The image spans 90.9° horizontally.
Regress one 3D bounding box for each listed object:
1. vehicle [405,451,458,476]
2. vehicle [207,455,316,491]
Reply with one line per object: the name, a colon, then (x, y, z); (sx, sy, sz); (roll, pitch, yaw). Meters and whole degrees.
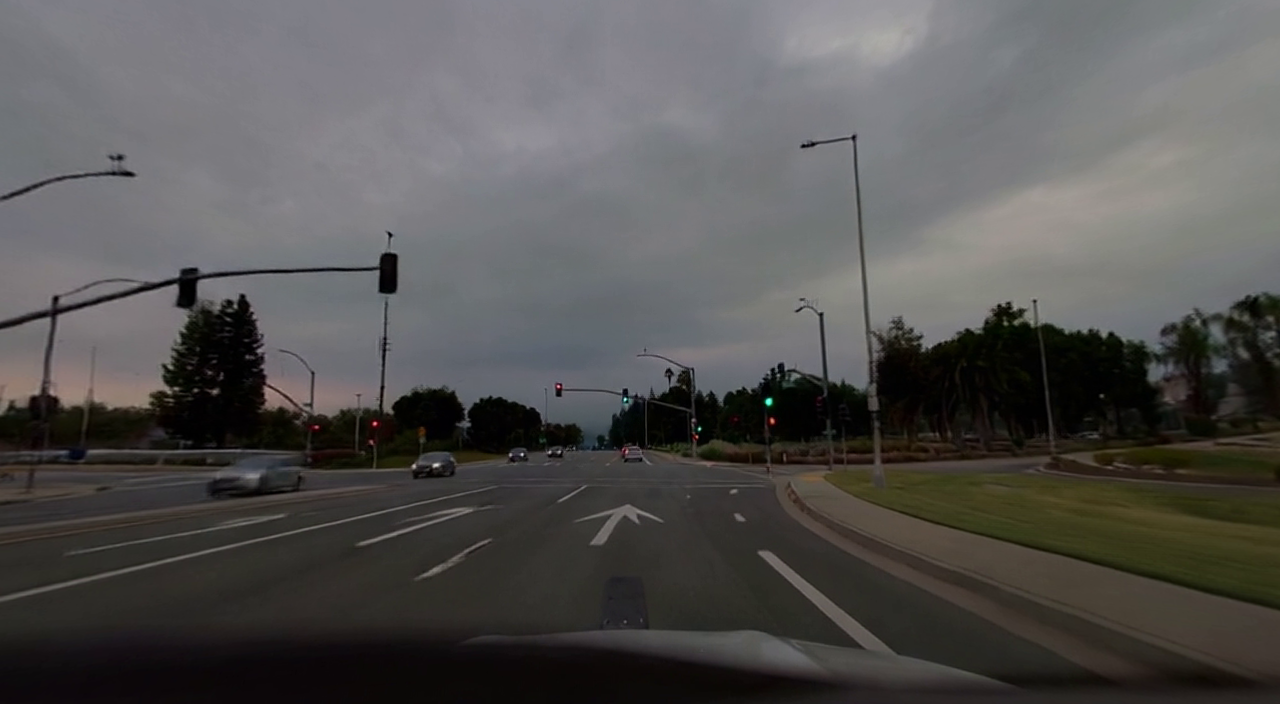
vehicle: (-13.400, 7.178, 40.832); (1.969, 1.500, 4.417); (0, -9, -1)
vehicle: (-16.218, 5.186, 27.384); (1.818, 1.384, 4.874); (0, -9, -1)
